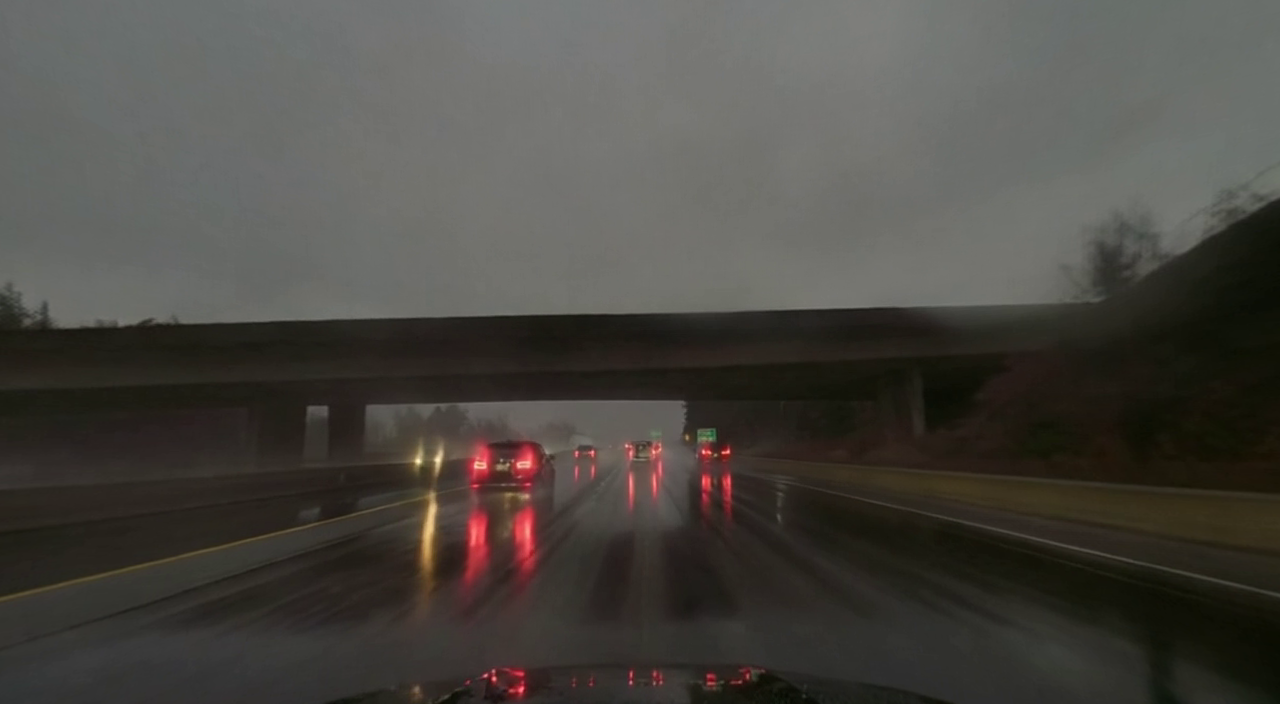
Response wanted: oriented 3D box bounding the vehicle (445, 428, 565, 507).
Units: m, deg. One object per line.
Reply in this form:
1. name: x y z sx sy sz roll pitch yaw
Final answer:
1. vehicle: -3.295 2.945 16.424 2.089 1.751 4.515 0 -9 0

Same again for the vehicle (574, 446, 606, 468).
1. vehicle: -3.559 7.572 45.517 1.994 1.475 4.171 0 -9 0

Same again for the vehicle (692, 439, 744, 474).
1. vehicle: 4.222 5.771 34.889 2.231 1.807 4.588 0 -9 -1

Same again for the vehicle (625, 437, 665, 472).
1. vehicle: 0.262 5.954 36.663 2.155 1.909 4.529 0 -9 0
